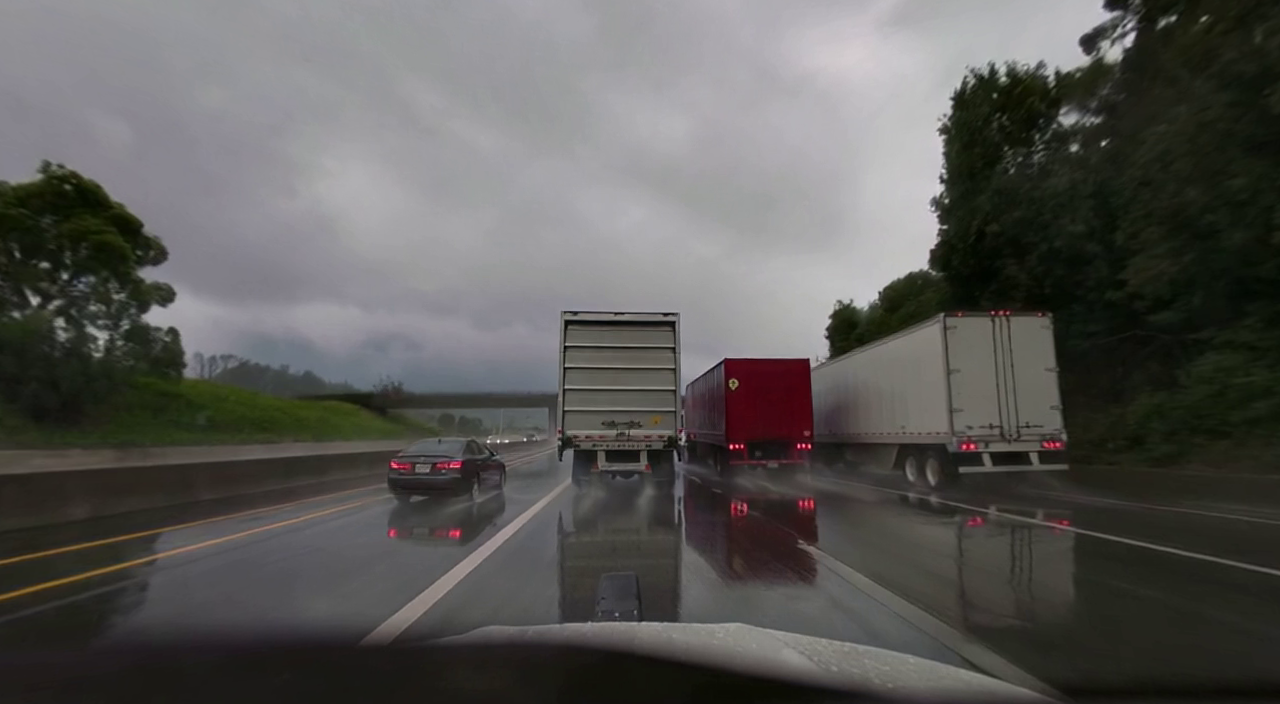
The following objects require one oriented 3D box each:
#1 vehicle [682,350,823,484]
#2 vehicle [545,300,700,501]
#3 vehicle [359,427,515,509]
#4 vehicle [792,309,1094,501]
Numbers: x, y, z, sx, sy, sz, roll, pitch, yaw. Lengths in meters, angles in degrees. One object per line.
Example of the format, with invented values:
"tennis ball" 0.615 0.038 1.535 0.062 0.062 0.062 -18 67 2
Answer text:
"vehicle" 3.648 2.635 24.085 2.817 3.886 11.491 0 -8 -2
"vehicle" -0.483 1.663 18.079 3.090 4.065 10.702 0 -8 -1
"vehicle" -4.097 2.386 13.478 2.049 1.483 3.786 0 -8 0
"vehicle" 7.994 1.968 19.984 3.000 4.114 13.063 0 -8 -1
